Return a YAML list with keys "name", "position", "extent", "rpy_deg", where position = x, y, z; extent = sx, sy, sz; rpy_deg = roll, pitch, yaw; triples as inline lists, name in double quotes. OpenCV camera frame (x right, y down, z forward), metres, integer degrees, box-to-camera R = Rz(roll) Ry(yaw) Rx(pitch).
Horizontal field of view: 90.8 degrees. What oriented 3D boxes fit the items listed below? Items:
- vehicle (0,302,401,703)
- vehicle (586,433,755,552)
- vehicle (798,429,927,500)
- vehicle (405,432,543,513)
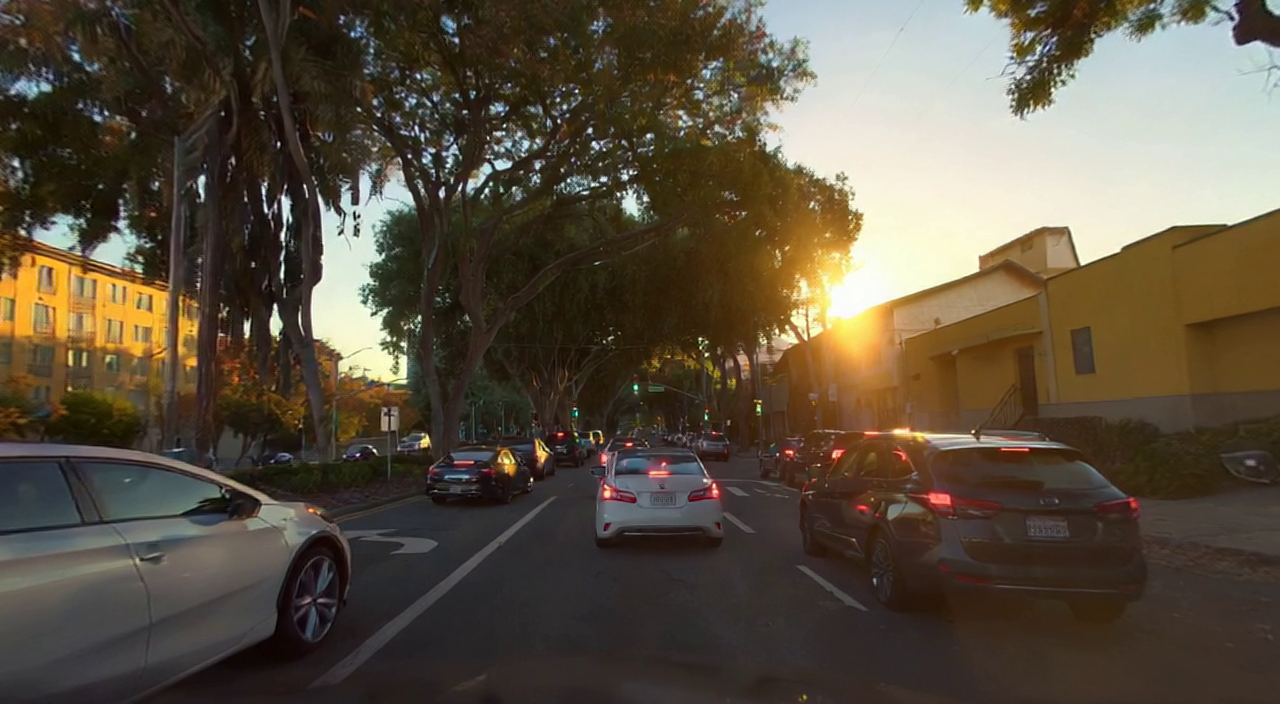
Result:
- name: "vehicle"
  position: [-3.268, 0.929, 3.397]
  extent: [2.152, 1.802, 4.628]
  rpy_deg: [0, -9, 0]
- name: "vehicle"
  position: [0.276, 2.028, 9.817]
  extent: [2.095, 1.438, 3.843]
  rpy_deg: [0, -9, -3]
- name: "vehicle"
  position: [6.340, 3.254, 18.676]
  extent: [2.025, 1.808, 4.579]
  rpy_deg: [0, -9, -2]
- name: "vehicle"
  position: [-3.509, 2.632, 14.322]
  extent: [1.901, 1.522, 4.556]
  rpy_deg: [0, -9, 0]
